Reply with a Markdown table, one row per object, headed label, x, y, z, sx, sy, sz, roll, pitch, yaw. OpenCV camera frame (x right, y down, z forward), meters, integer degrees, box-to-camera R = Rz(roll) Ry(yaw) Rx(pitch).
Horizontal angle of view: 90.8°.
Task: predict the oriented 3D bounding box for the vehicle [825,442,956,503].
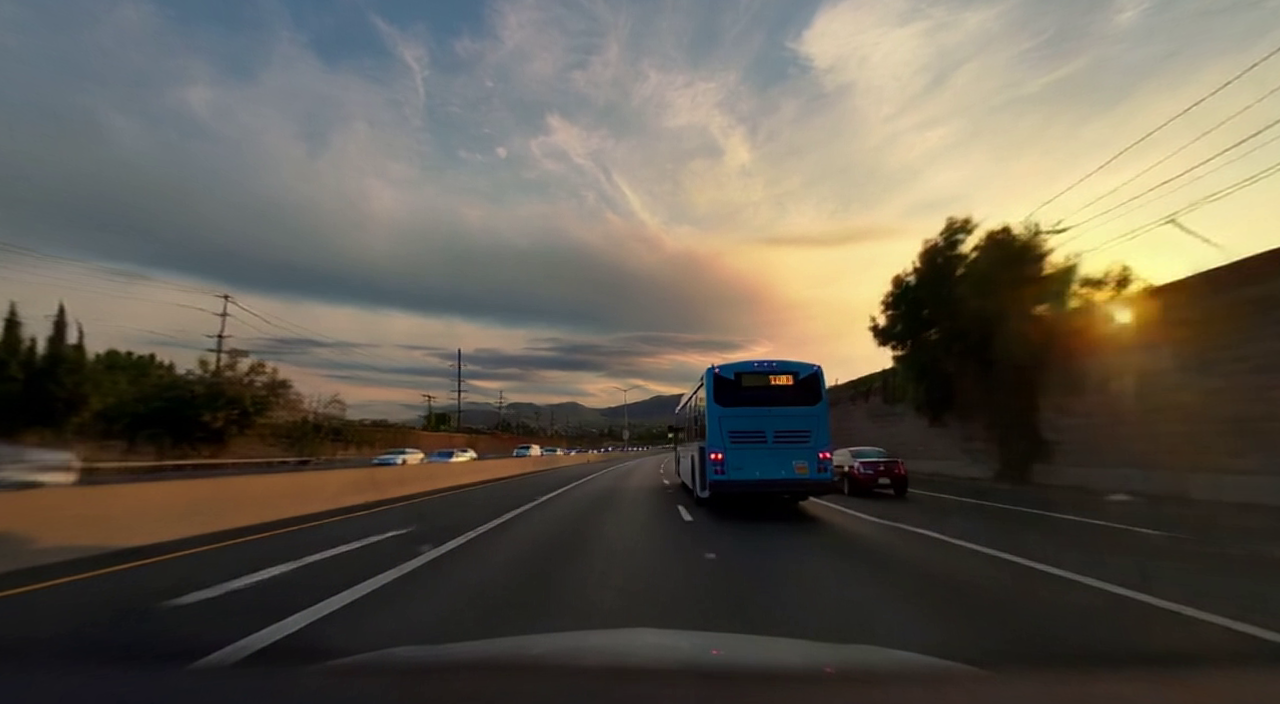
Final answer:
| label | x | y | z | sx | sy | sz | roll | pitch | yaw |
| --- | --- | --- | --- | --- | --- | --- | --- | --- | --- |
| vehicle | 7.096 | 3.411 | 18.501 | 2.047 | 1.479 | 4.593 | -2 | -8 | 2 |

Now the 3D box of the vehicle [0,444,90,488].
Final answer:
| label | x | y | z | sx | sy | sz | roll | pitch | yaw |
| --- | --- | --- | --- | --- | --- | --- | --- | --- | --- |
| vehicle | -26.090 | 4.731 | 26.435 | 1.926 | 1.706 | 4.607 | 0 | -9 | 1 |

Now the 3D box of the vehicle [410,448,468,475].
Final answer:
| label | x | y | z | sx | sy | sz | roll | pitch | yaw |
| --- | --- | --- | --- | --- | --- | --- | --- | --- | --- |
| vehicle | -11.551 | 6.306 | 36.611 | 1.826 | 1.446 | 4.234 | 0 | -9 | 2 |

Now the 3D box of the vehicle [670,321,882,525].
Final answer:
| label | x | y | z | sx | sy | sz | roll | pitch | yaw |
| --- | --- | --- | --- | --- | --- | --- | --- | --- | --- |
| vehicle | 2.695 | 2.293 | 18.349 | 3.144 | 3.580 | 14.591 | 0 | -9 | 1 |

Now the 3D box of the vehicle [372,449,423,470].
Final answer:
| label | x | y | z | sx | sy | sz | roll | pitch | yaw |
| --- | --- | --- | --- | --- | --- | --- | --- | --- | --- |
| vehicle | -18.148 | 8.044 | 47.467 | 1.900 | 1.479 | 4.436 | 0 | -9 | 2 |
